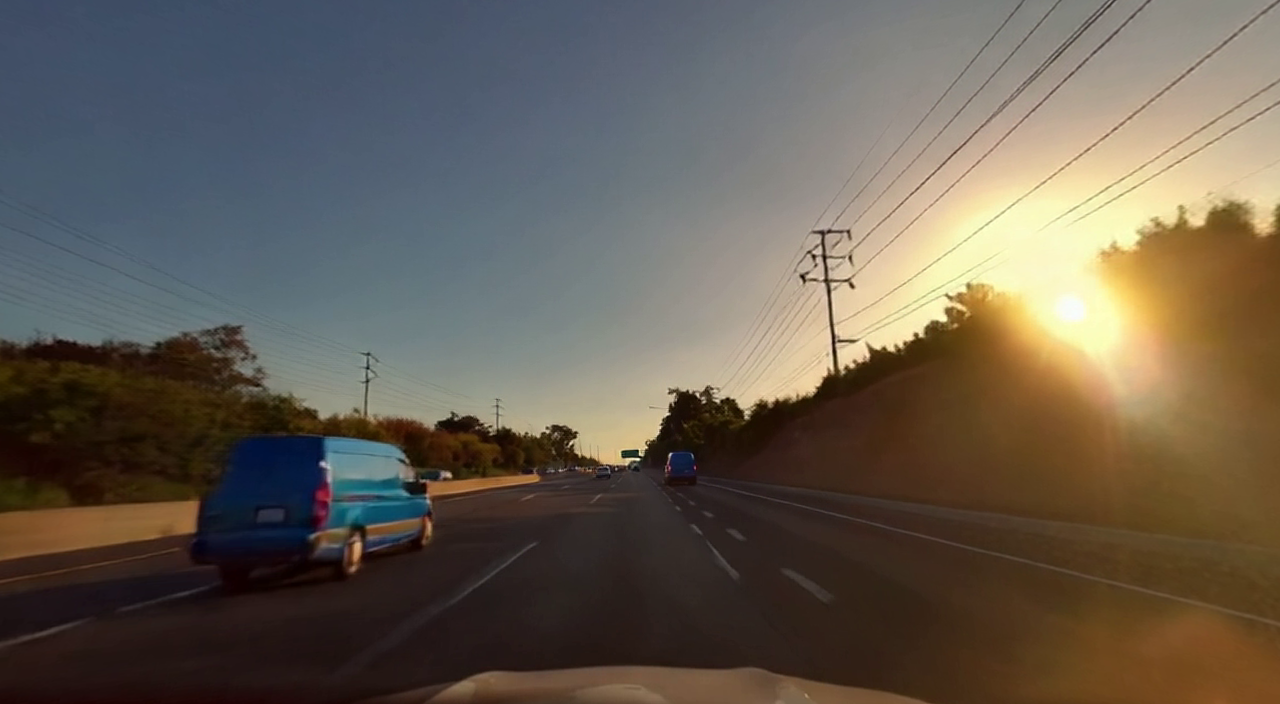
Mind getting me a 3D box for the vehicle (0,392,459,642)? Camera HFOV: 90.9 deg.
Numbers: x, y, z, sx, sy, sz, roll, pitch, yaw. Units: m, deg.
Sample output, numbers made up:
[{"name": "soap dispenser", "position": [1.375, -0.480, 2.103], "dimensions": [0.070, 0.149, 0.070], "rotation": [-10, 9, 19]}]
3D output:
[{"name": "vehicle", "position": [-3.780, 1.611, 6.947], "dimensions": [2.153, 1.756, 4.730], "rotation": [1, -10, 0]}]
